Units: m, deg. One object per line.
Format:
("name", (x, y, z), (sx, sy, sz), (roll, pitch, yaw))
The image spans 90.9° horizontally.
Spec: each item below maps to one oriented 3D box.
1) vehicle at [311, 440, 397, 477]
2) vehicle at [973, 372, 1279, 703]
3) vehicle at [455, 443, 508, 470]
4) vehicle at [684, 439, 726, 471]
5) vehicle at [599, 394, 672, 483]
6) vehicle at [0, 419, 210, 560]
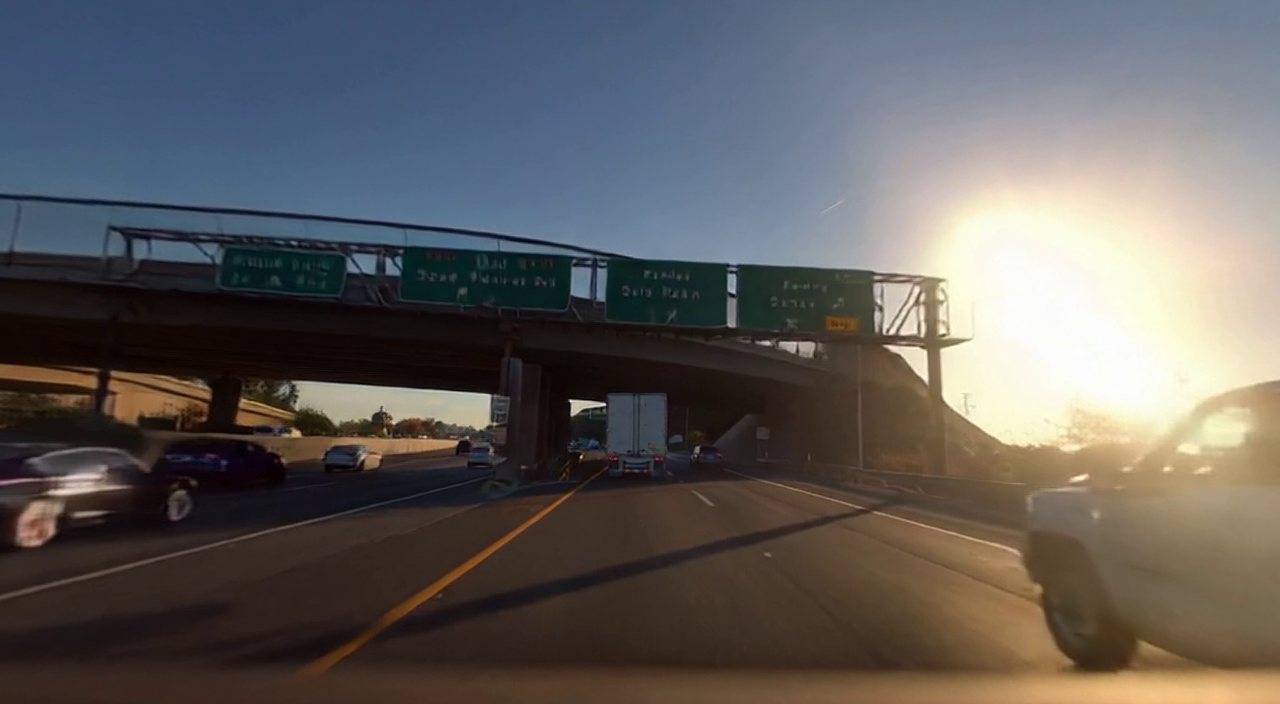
("vehicle", (-12.625, 4.736, 28.201), (1.906, 1.510, 4.303), (0, -9, -1))
("vehicle", (3.919, 0.936, 2.667), (2.189, 1.709, 5.131), (0, -9, 0))
("vehicle", (-9.351, 6.234, 37.706), (2.057, 1.506, 4.829), (0, -9, -2))
("vehicle", (4.281, 6.858, 42.168), (2.174, 1.968, 5.016), (0, -9, -1))
("vehicle", (-0.239, 4.332, 30.954), (2.916, 3.584, 10.841), (0, -9, -1))
("vehicle", (-8.185, 1.724, 8.255), (2.006, 1.562, 4.475), (0, -9, -1))
